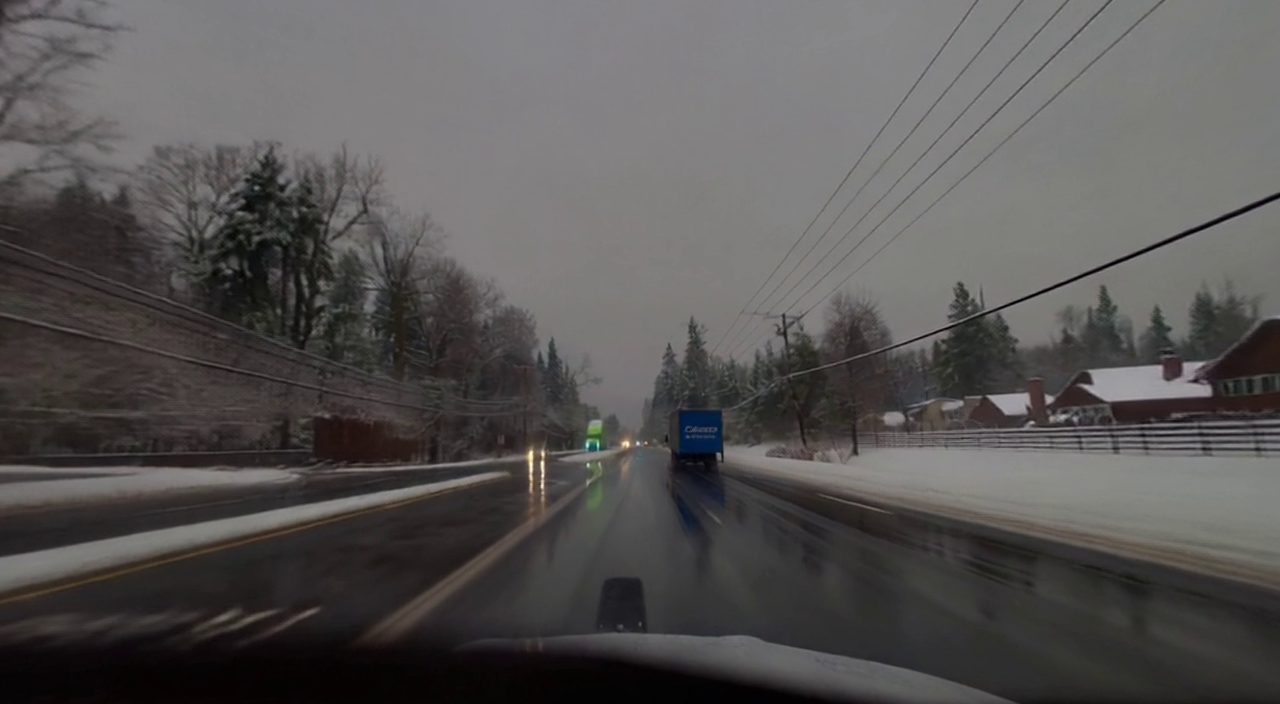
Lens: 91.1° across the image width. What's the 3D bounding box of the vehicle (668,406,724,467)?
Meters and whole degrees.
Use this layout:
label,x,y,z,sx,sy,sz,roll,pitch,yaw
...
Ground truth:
label,x,y,z,sx,sy,sz,roll,pitch,yaw
vehicle,3.805,6.077,44.777,2.973,3.848,9.336,0,-8,-1
